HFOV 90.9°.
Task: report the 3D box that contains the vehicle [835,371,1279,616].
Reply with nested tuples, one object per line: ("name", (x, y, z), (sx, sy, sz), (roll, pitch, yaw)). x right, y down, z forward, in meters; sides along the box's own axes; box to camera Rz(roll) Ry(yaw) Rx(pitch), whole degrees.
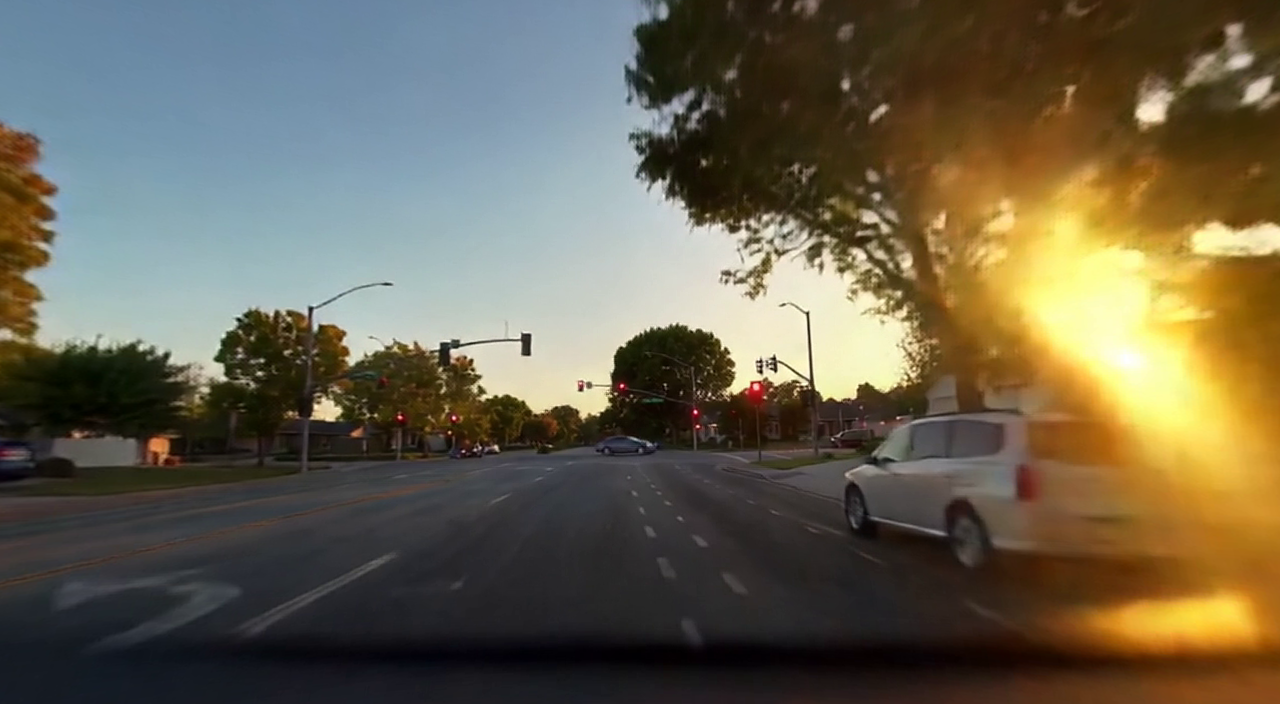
("vehicle", (4.066, 1.412, 7.198), (2.170, 1.869, 4.594), (0, -8, 0))

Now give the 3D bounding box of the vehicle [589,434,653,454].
("vehicle", (-1.425, 6.898, 47.464), (4.759, 1.461, 1.788), (0, -8, -2))
